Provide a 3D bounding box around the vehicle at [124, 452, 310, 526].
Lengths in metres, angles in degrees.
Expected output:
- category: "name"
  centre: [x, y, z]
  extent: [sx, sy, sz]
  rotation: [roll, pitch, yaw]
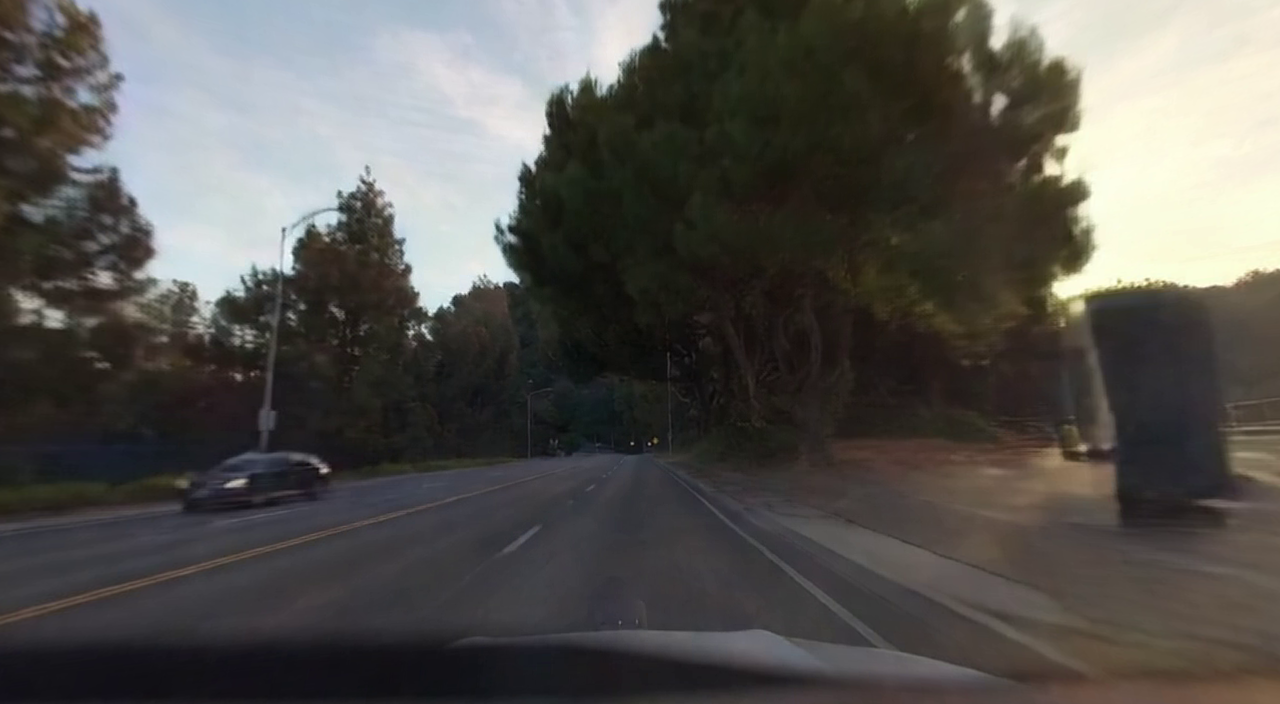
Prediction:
- category: "vehicle"
  centre: [-9.781, 3.144, 14.959]
  extent: [1.766, 1.473, 3.795]
  rotation: [0, -9, 0]
